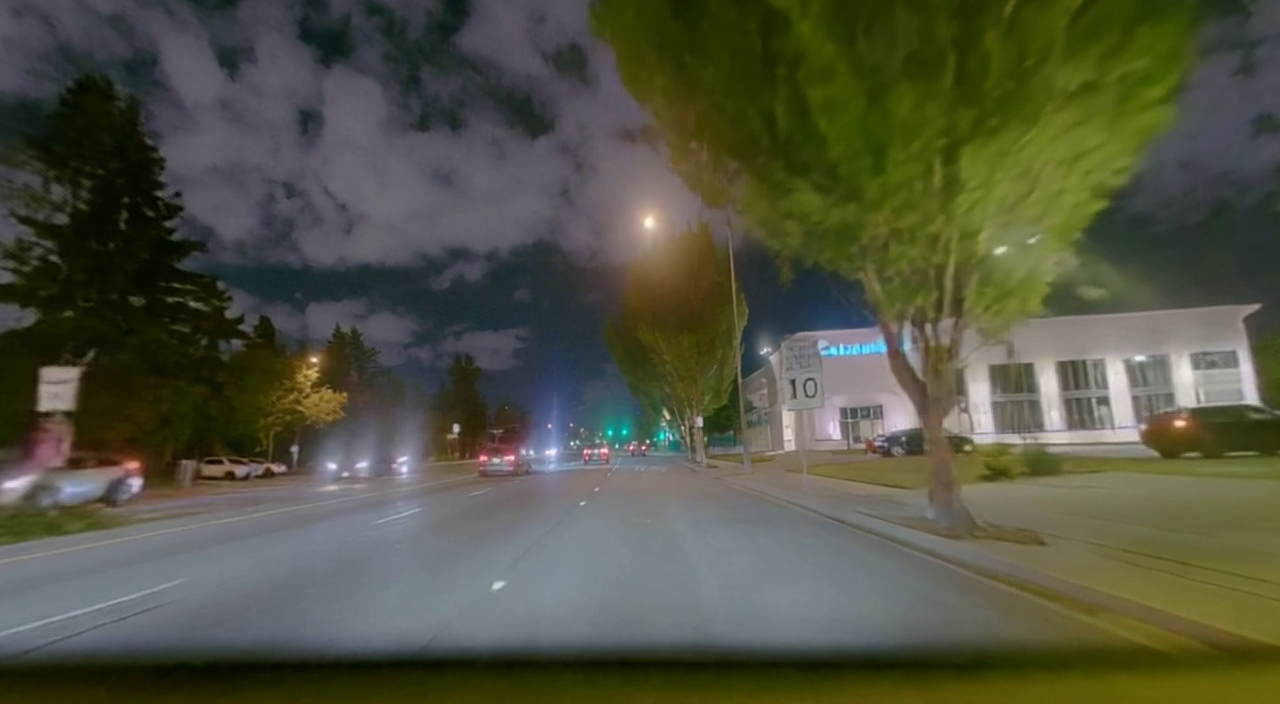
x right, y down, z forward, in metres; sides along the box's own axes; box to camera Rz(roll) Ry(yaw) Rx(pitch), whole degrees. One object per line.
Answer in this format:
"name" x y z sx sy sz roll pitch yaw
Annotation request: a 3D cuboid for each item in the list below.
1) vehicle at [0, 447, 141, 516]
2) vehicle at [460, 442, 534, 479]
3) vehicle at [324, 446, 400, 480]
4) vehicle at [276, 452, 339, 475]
"vehicle" -17.726 3.745 18.764 2.027 1.773 4.501 0 -9 -1
"vehicle" -5.982 4.578 26.893 2.072 1.427 4.328 0 -9 1
"vehicle" -13.359 5.322 30.607 1.937 1.526 4.530 1 -9 -5
"vehicle" -26.264 8.802 49.804 4.615 1.734 2.073 -5 -10 28
